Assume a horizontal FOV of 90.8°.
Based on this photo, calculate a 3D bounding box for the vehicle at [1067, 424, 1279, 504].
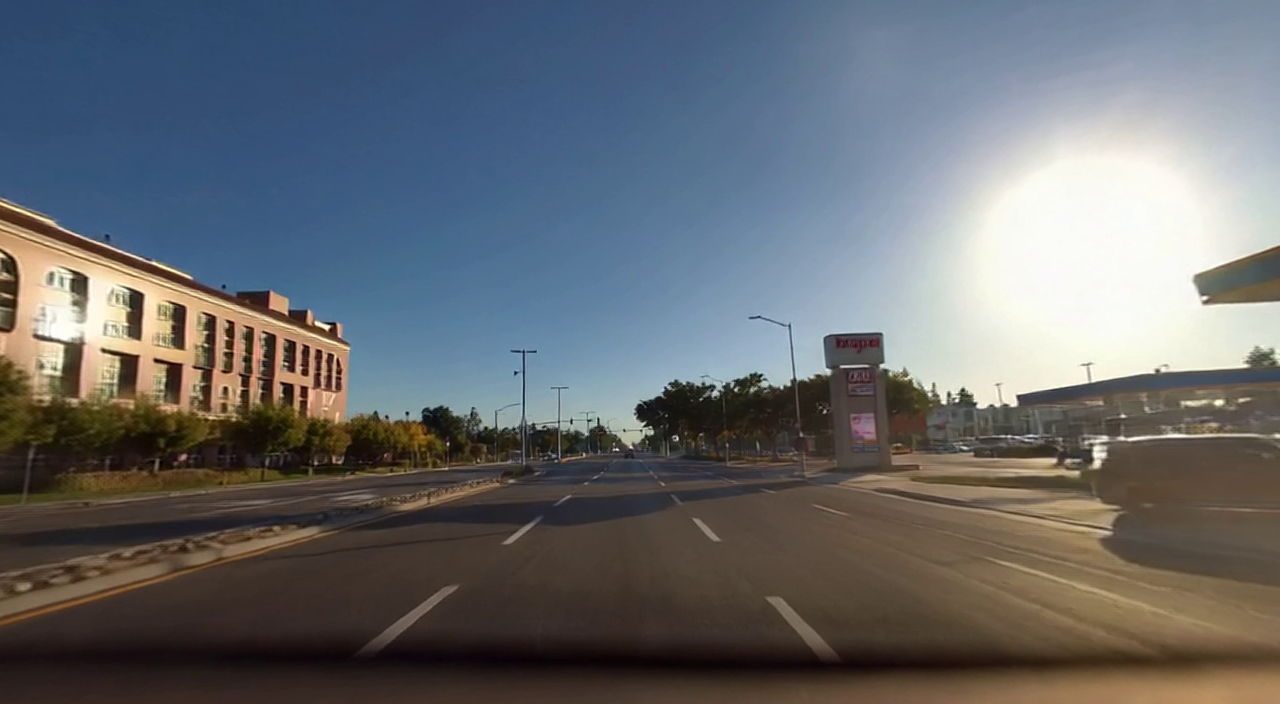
[{"bbox_3d":[12.226,2.401,13.634,4.548,1.568,1.953,0,-10,-1],"label":"vehicle"}]
